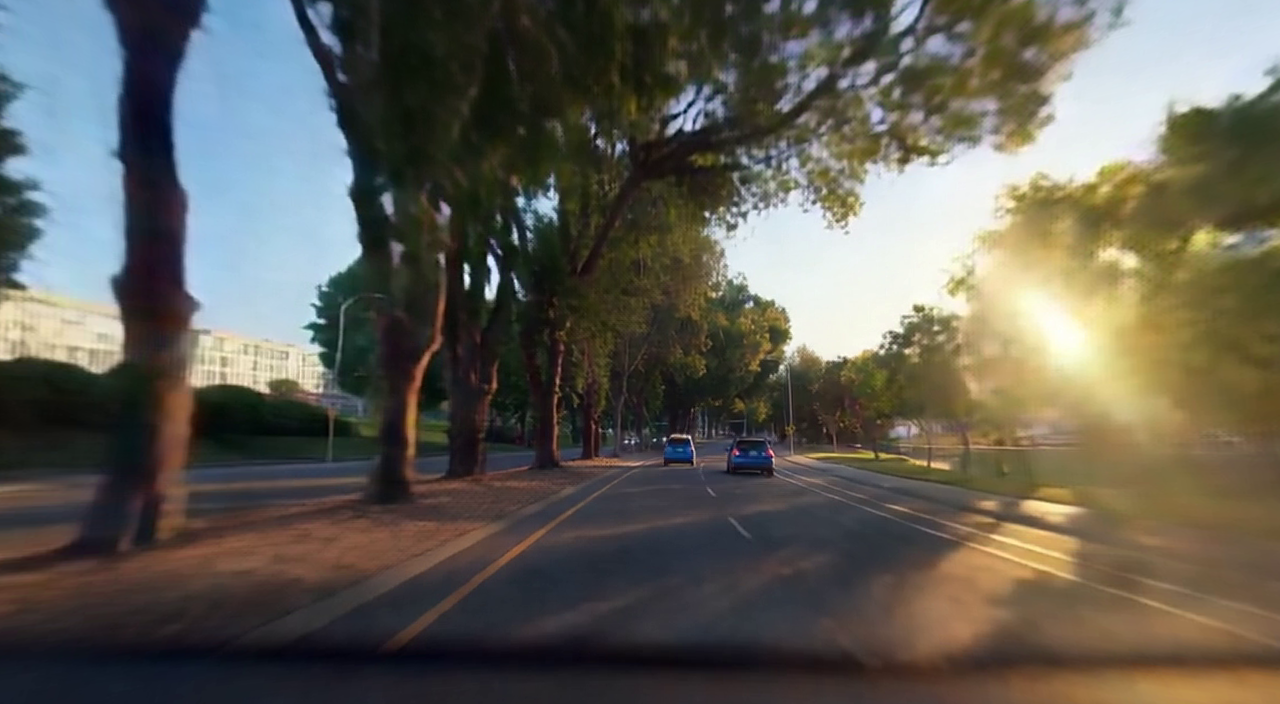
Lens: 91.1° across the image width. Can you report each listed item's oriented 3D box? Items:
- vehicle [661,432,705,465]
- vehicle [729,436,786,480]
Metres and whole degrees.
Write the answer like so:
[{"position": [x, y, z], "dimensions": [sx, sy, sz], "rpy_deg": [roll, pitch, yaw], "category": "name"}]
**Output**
[{"position": [2.608, 5.737, 37.255], "dimensions": [2.251, 1.822, 4.391], "rpy_deg": [-1, -8, 8], "category": "vehicle"}, {"position": [4.893, 4.468, 26.749], "dimensions": [1.971, 1.663, 4.287], "rpy_deg": [-1, -8, 5], "category": "vehicle"}]
